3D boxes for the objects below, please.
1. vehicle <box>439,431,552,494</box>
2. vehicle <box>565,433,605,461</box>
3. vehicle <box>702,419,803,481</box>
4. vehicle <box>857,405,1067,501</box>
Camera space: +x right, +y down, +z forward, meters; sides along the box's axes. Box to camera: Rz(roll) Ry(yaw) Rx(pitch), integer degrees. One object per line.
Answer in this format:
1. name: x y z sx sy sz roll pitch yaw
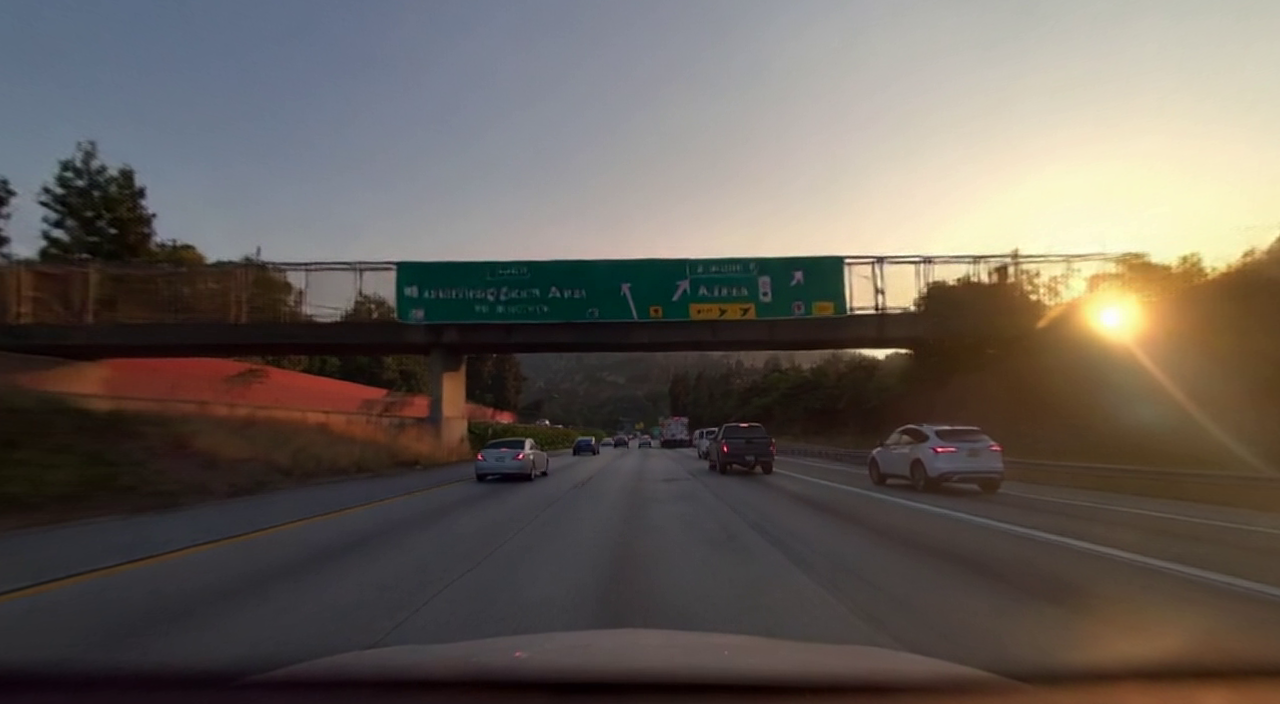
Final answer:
1. vehicle: -3.708 2.909 16.985 1.978 1.473 4.073 0 -8 1
2. vehicle: -3.341 5.890 39.307 2.020 1.628 4.248 0 -8 2
3. vehicle: 3.800 3.479 22.612 2.517 1.935 5.552 0 -8 -1
4. vehicle: 7.674 2.509 15.965 2.291 1.968 5.662 0 -8 0
